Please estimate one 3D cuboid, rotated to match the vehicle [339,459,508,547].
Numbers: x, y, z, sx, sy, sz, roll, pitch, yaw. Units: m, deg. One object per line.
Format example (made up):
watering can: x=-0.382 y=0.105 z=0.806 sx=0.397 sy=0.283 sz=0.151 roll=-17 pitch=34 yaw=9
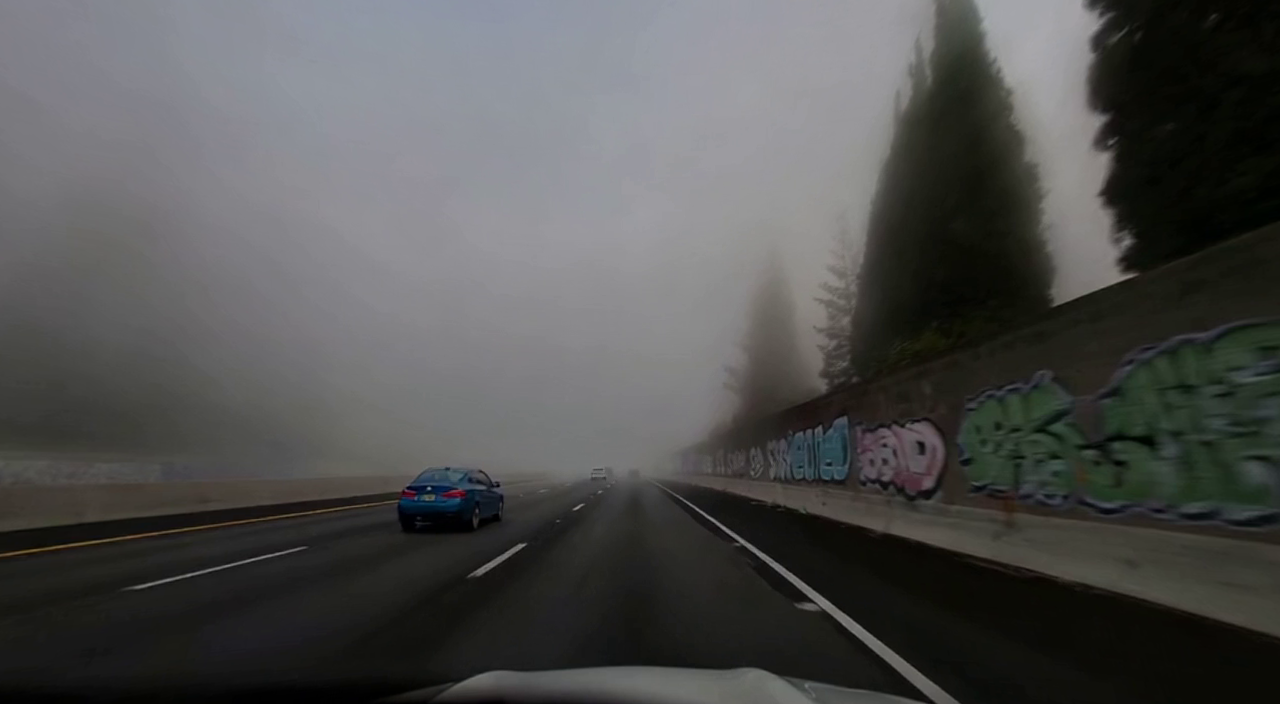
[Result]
vehicle: x=-4.033 y=2.887 z=12.520 sx=1.941 sy=1.437 sz=3.829 roll=1 pitch=-10 yaw=1
